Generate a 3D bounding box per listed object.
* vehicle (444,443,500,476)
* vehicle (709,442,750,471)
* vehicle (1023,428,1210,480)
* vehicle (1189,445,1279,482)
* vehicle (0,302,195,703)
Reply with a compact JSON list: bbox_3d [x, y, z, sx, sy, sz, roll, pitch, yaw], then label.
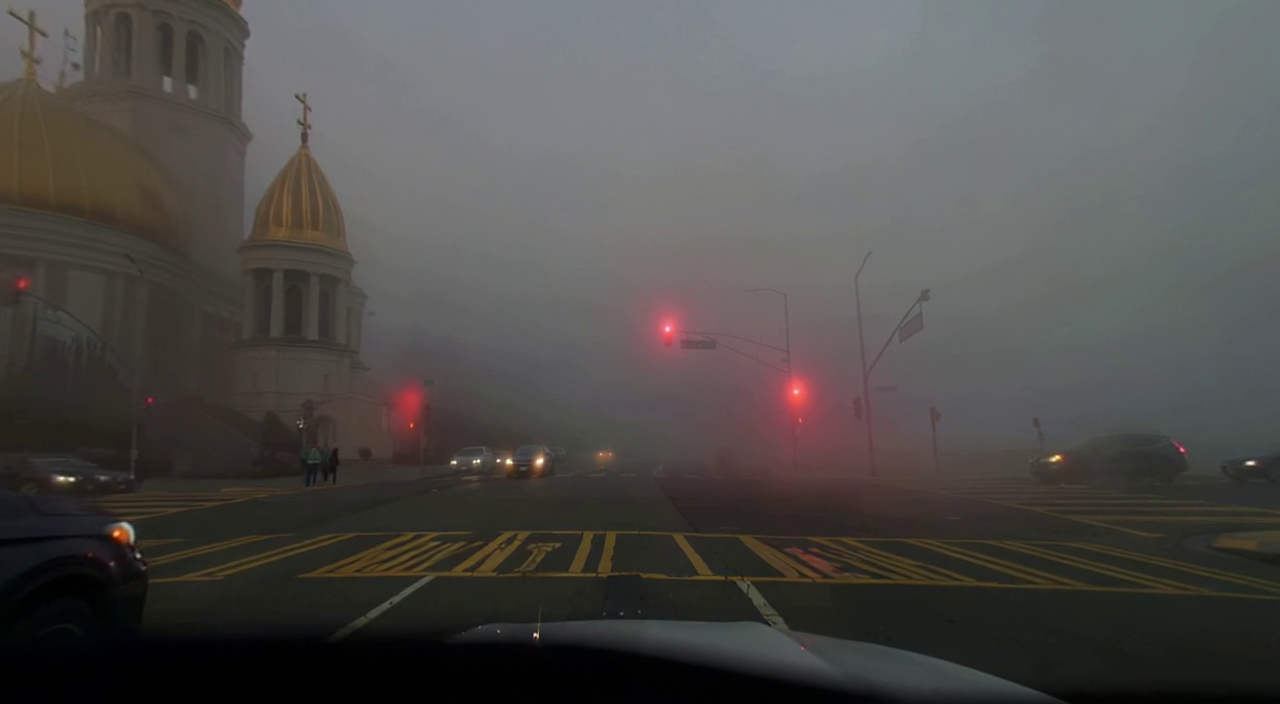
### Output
[{"bbox_3d":[-10.245,6.604,38.965,2.076,1.876,4.669,0,-8,1],"label":"vehicle"},{"bbox_3d":[5.812,6.836,41.502,1.969,1.776,4.329,0,-8,-1],"label":"vehicle"},{"bbox_3d":[19.868,4.288,26.574,5.852,2.057,2.361,0,-8,0],"label":"vehicle"},{"bbox_3d":[26.375,4.687,26.693,4.561,1.475,1.850,0,-8,0],"label":"vehicle"},{"bbox_3d":[-3.884,0.539,0.917,2.251,2.009,5.688,0,-8,1],"label":"vehicle"}]
